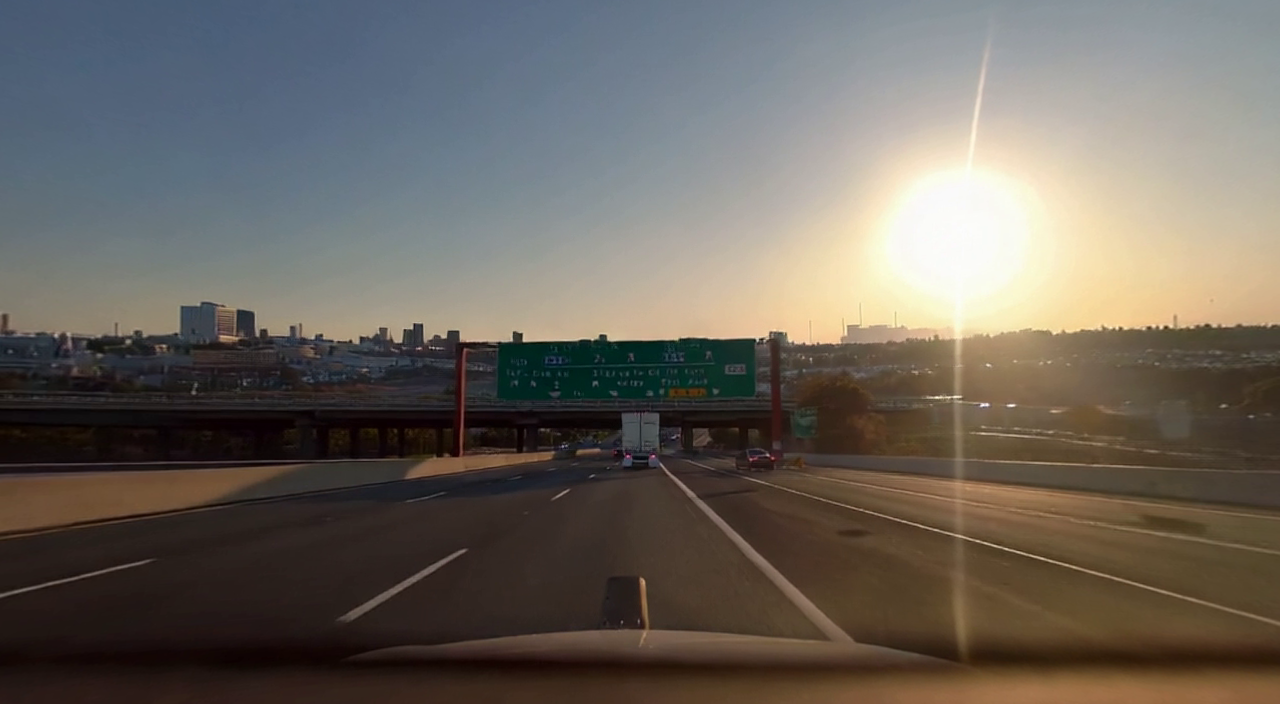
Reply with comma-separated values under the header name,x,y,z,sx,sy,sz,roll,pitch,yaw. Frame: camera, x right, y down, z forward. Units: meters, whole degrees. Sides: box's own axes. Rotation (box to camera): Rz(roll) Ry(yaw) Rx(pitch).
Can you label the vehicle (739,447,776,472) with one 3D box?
name,x,y,z,sx,sy,sz,roll,pitch,yaw
vehicle,7.374,6.729,39.749,1.660,1.497,3.594,0,-9,1
